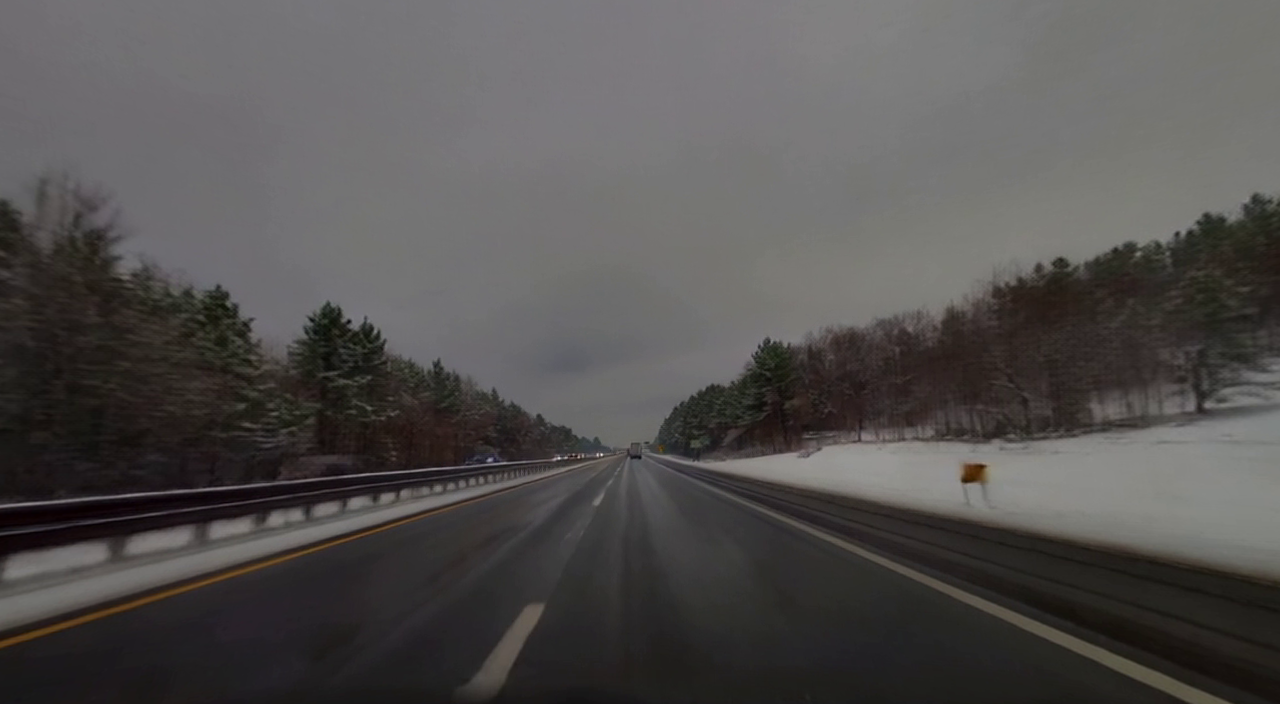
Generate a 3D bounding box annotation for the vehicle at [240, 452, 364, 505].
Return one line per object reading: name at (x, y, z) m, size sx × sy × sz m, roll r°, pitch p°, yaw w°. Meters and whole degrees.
vehicle at (-11.776, 4.398, 22.376) m, size 1.995 × 1.643 × 4.453 m, roll 0°, pitch -9°, yaw -1°
